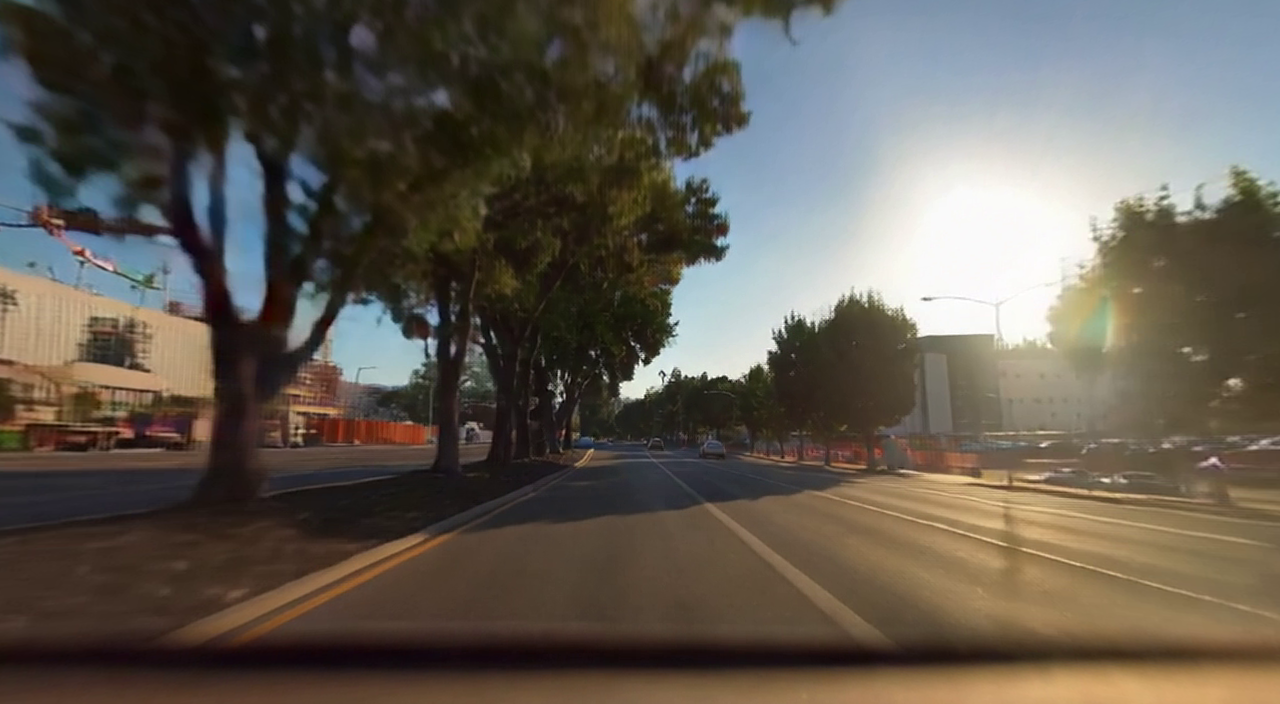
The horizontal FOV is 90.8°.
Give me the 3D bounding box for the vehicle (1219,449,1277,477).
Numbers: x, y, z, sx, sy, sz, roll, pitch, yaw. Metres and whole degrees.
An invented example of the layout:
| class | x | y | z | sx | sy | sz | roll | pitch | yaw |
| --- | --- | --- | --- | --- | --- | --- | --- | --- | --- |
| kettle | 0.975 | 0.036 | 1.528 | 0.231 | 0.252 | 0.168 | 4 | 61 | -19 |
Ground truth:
| class | x | y | z | sx | sy | sz | roll | pitch | yaw |
| --- | --- | --- | --- | --- | --- | --- | --- | --- | --- |
| vehicle | 36.373 | 6.605 | 37.897 | 1.955 | 1.527 | 4.835 | -8 | -12 | 38 |
